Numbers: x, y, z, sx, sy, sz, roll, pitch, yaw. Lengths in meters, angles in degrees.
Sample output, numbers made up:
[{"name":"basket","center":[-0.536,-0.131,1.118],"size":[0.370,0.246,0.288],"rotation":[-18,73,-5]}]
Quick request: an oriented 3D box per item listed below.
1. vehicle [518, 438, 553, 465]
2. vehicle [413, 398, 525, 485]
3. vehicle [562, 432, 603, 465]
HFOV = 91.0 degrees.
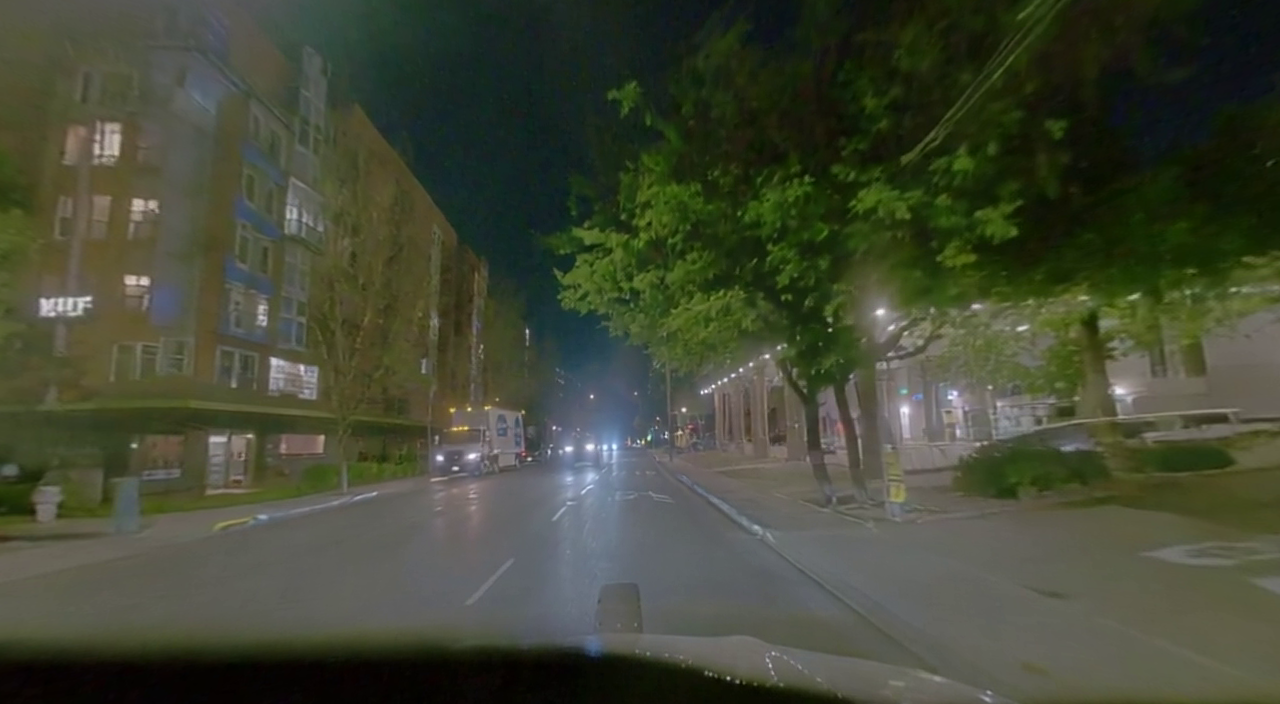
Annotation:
[{"name":"vehicle","center":[-7.910,7.508,47.814],"size":[1.950,1.743,4.312],"rotation":[-2,-6,-1]},{"name":"vehicle","center":[-9.110,4.769,35.400],"size":[2.986,3.768,11.697],"rotation":[-6,-6,-1]},{"name":"vehicle","center":[-3.436,5.886,38.459],"size":[2.118,1.864,4.640],"rotation":[0,-8,-1]}]
